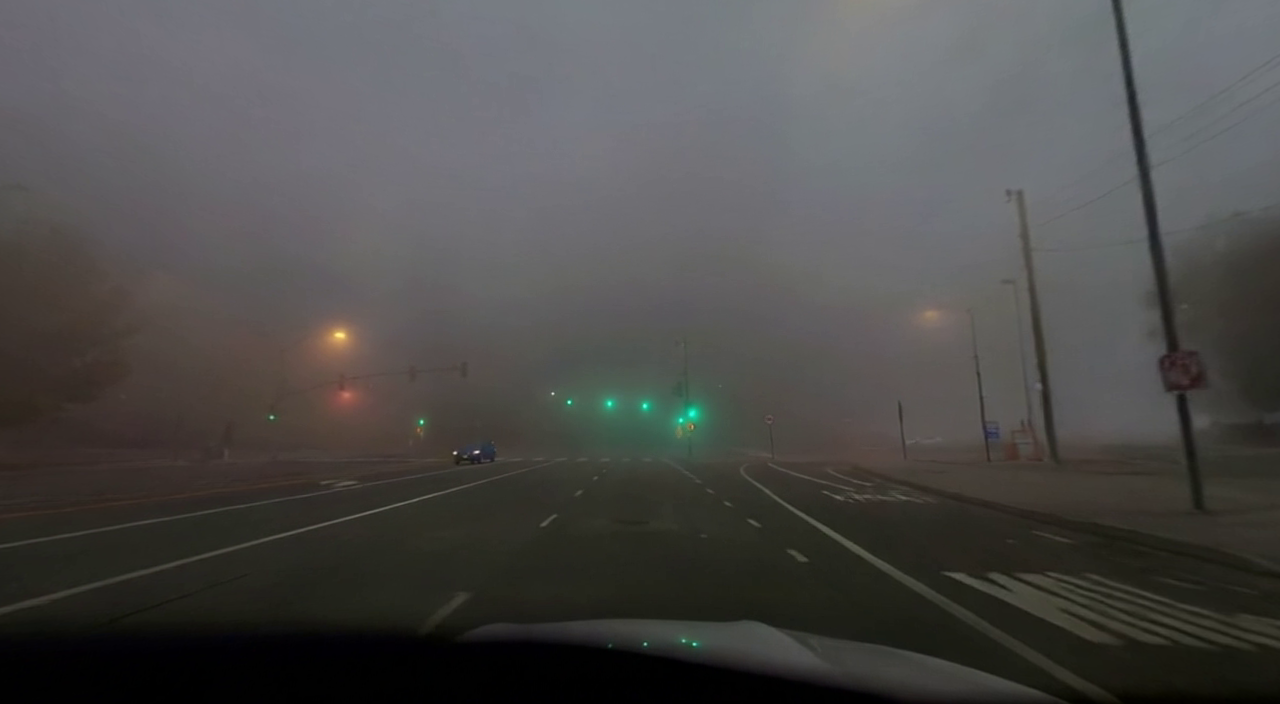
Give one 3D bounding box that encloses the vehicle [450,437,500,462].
[{"bbox_3d":[-10.745,6.405,41.297,1.924,1.502,4.727,0,-9,1],"label":"vehicle"}]
